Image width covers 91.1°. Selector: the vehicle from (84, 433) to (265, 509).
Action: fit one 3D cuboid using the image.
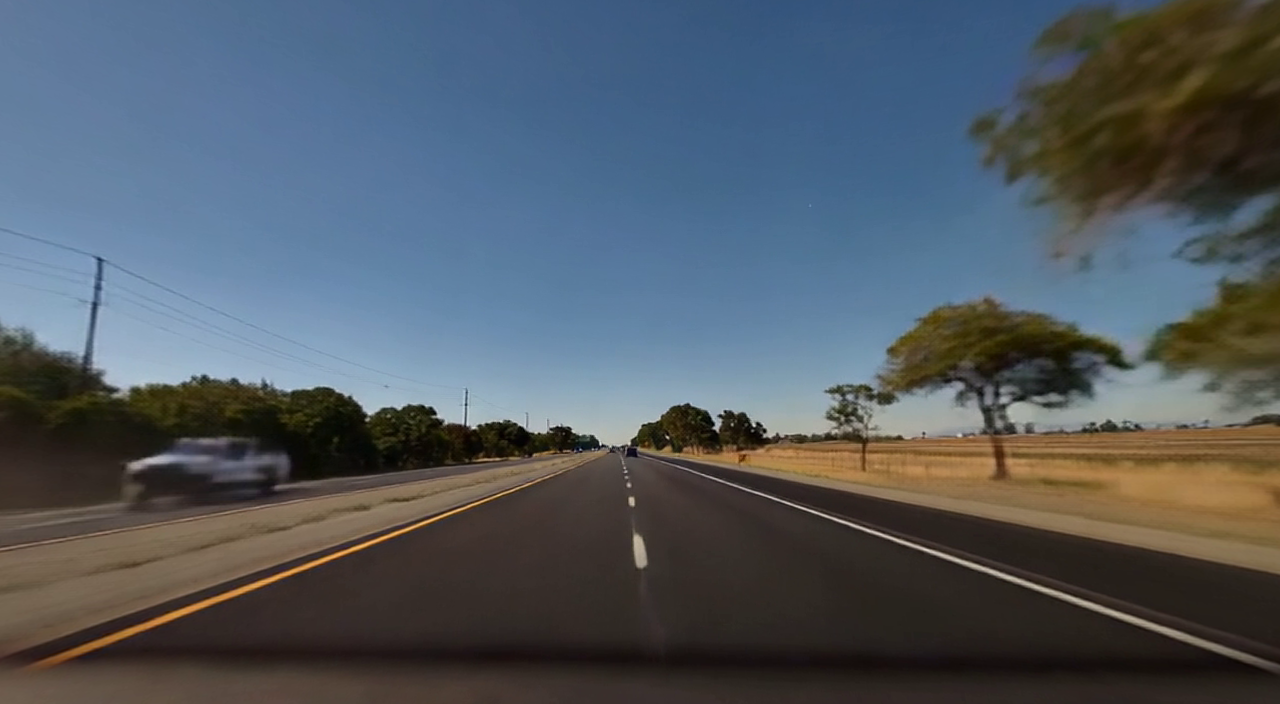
[{"bbox_3d":[-14.287,3.658,19.779,2.096,2.063,4.815,0,-9,-2],"label":"vehicle"}]
